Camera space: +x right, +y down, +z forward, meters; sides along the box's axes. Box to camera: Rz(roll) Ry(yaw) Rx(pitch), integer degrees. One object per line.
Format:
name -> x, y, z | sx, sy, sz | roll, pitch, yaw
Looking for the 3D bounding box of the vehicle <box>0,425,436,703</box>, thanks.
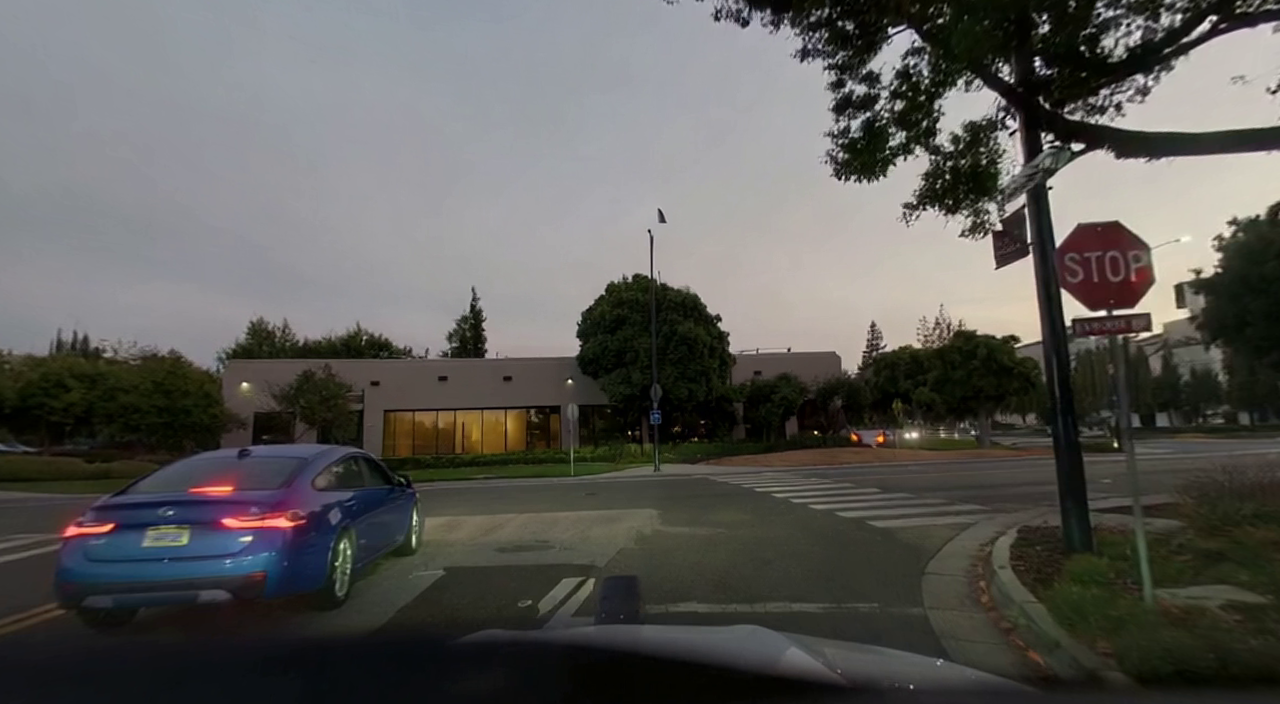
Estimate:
vehicle -> -3.145, 1.384, 5.080 | 2.069, 1.413, 5.006 | 1, -9, -9
